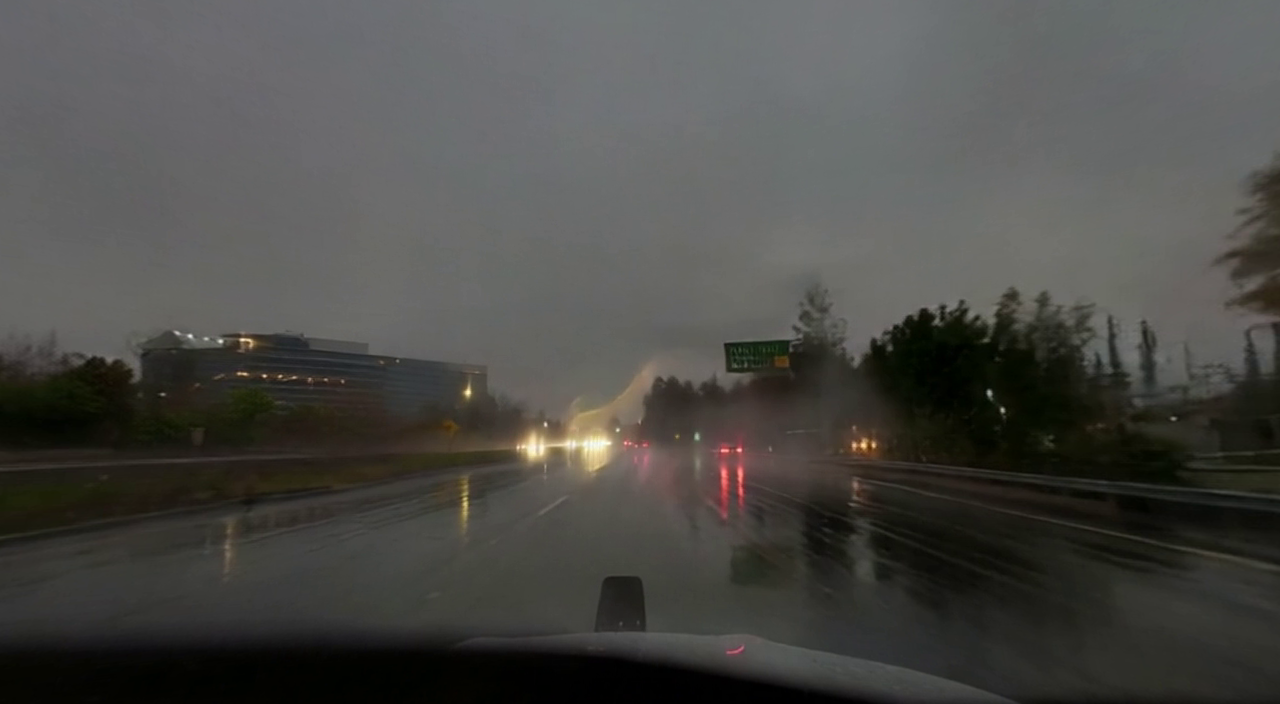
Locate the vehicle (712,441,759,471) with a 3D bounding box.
[{"bbox_3d":[5.587,6.142,37.418,2.085,1.594,4.848,0,-9,0],"label":"vehicle"}]
